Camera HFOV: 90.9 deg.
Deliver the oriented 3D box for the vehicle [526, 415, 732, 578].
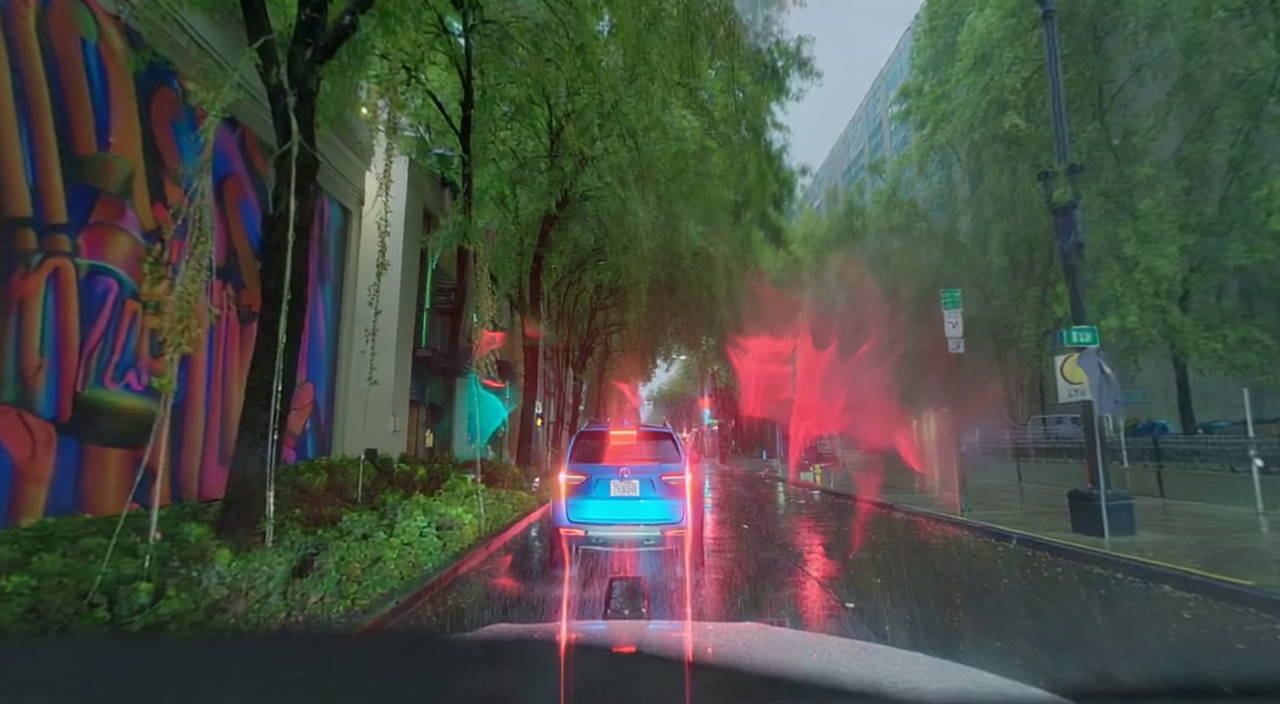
[{"bbox_3d":[-0.131,1.753,8.380,2.079,1.621,3.861,0,-8,-1],"label":"vehicle"}]
